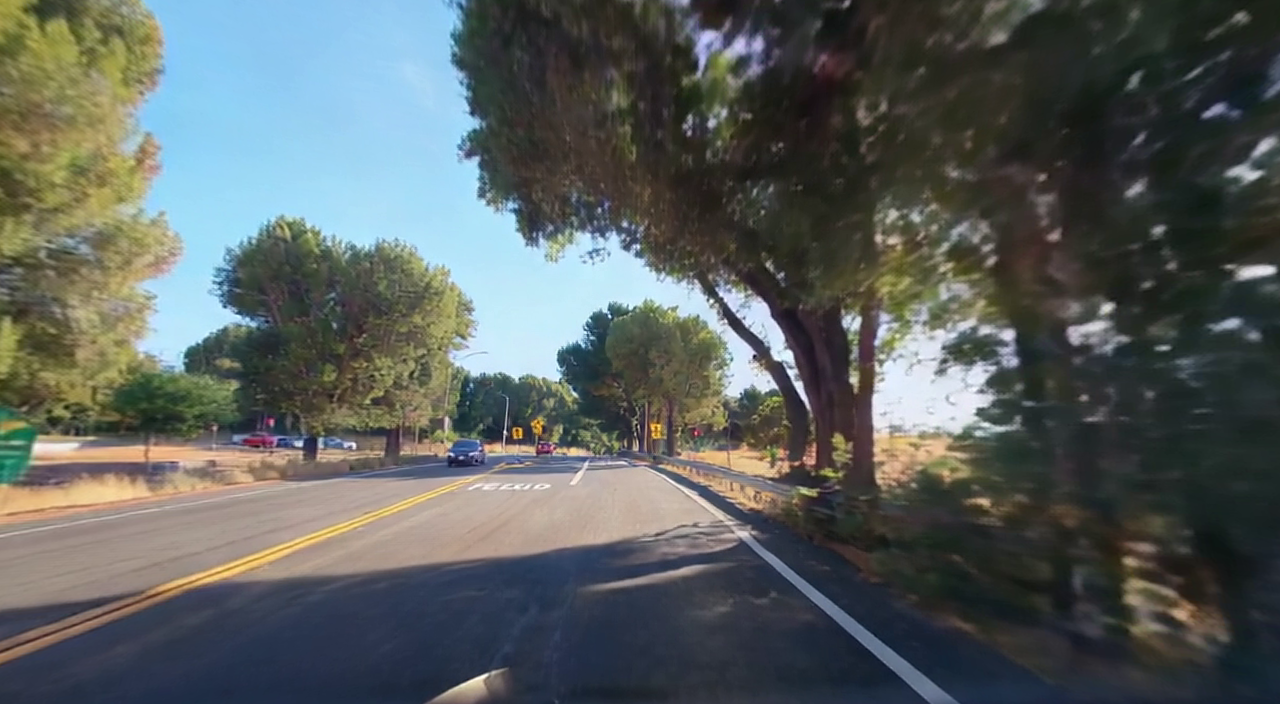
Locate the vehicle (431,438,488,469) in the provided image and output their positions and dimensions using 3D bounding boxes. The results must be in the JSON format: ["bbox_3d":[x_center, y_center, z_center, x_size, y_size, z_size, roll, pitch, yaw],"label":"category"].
[{"bbox_3d":[-9.987,5.671,35.187,2.129,1.590,4.616,0,-9,-4],"label":"vehicle"}]
